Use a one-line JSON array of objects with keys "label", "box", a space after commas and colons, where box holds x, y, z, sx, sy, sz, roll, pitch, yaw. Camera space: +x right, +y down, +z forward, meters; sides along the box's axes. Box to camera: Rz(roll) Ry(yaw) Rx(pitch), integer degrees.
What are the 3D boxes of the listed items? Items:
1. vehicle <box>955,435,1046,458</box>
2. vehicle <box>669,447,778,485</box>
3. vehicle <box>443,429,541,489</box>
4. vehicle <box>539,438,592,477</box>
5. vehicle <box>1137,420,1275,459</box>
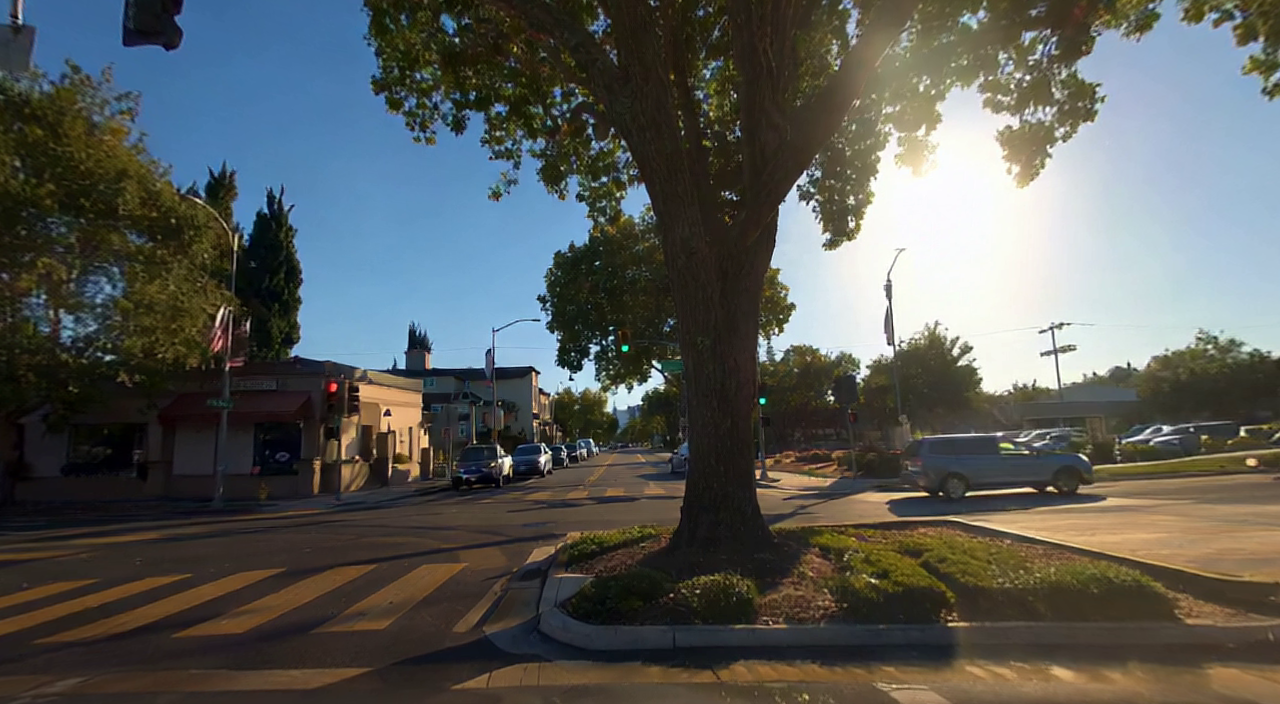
[{"label": "vehicle", "box": [24.969, 6.554, 43.833, 5.172, 1.515, 1.851, 0, -9, -2]}, {"label": "vehicle", "box": [3.505, 4.861, 27.385, 2.056, 1.493, 4.535, 7, -11, -38]}, {"label": "vehicle", "box": [-6.500, 4.836, 28.969, 2.896, 2.339, 7.322, 0, -9, -1]}, {"label": "vehicle", "box": [-3.645, 5.279, 31.919, 2.120, 1.783, 4.788, 0, -9, 0]}, {"label": "vehicle", "box": [33.263, 5.165, 37.236, 5.969, 2.149, 2.331, 0, -9, -3]}]
